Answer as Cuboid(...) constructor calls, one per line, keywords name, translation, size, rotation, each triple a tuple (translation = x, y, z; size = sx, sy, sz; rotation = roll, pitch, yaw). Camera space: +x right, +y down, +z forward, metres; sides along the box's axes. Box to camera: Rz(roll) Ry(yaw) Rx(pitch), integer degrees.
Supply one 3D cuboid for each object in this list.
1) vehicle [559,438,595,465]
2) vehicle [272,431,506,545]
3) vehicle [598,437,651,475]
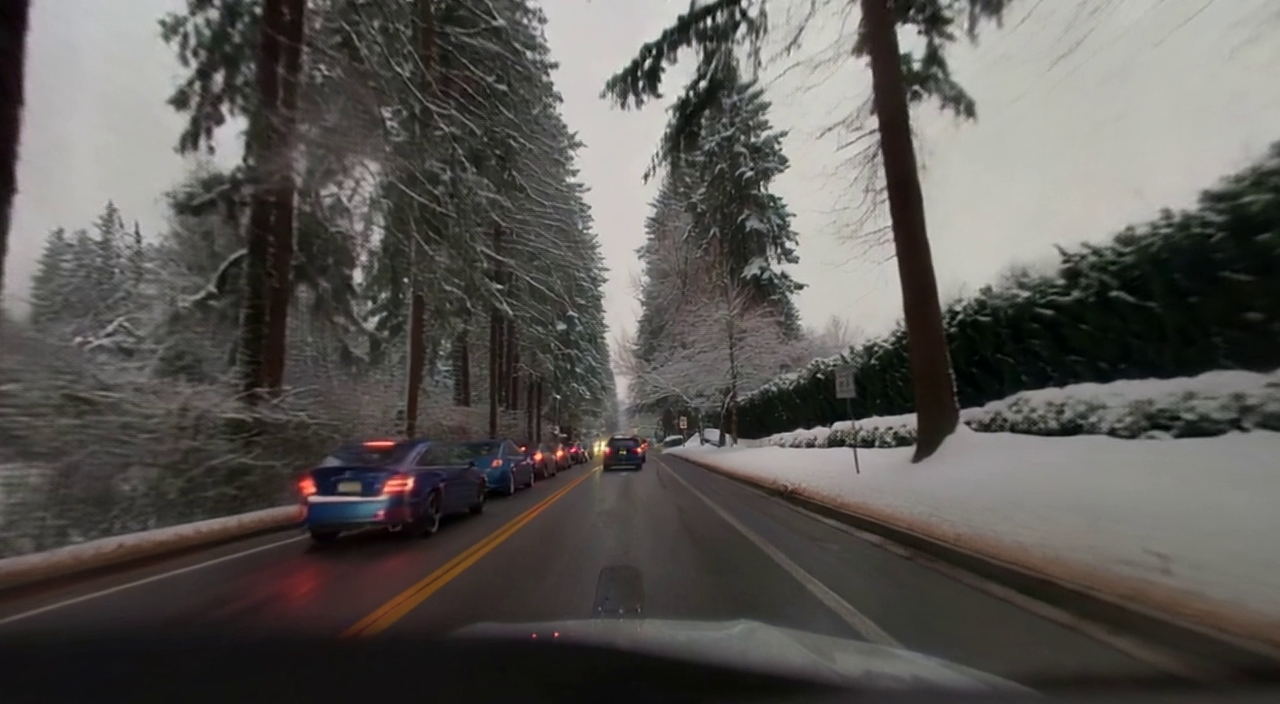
Cuboid(name="vehicle", translation=(-4.122, 6.579, 41.954), size=(1.983, 1.697, 4.285), rotation=(0, -8, 0))
Cuboid(name="vehicle", translation=(-3.712, 2.083, 10.380), size=(2.030, 1.452, 4.312), rotation=(0, -8, 0))
Cuboid(name="vehicle", translation=(-0.667, 4.536, 27.659), size=(2.127, 1.517, 4.090), rotation=(0, -8, -1))
